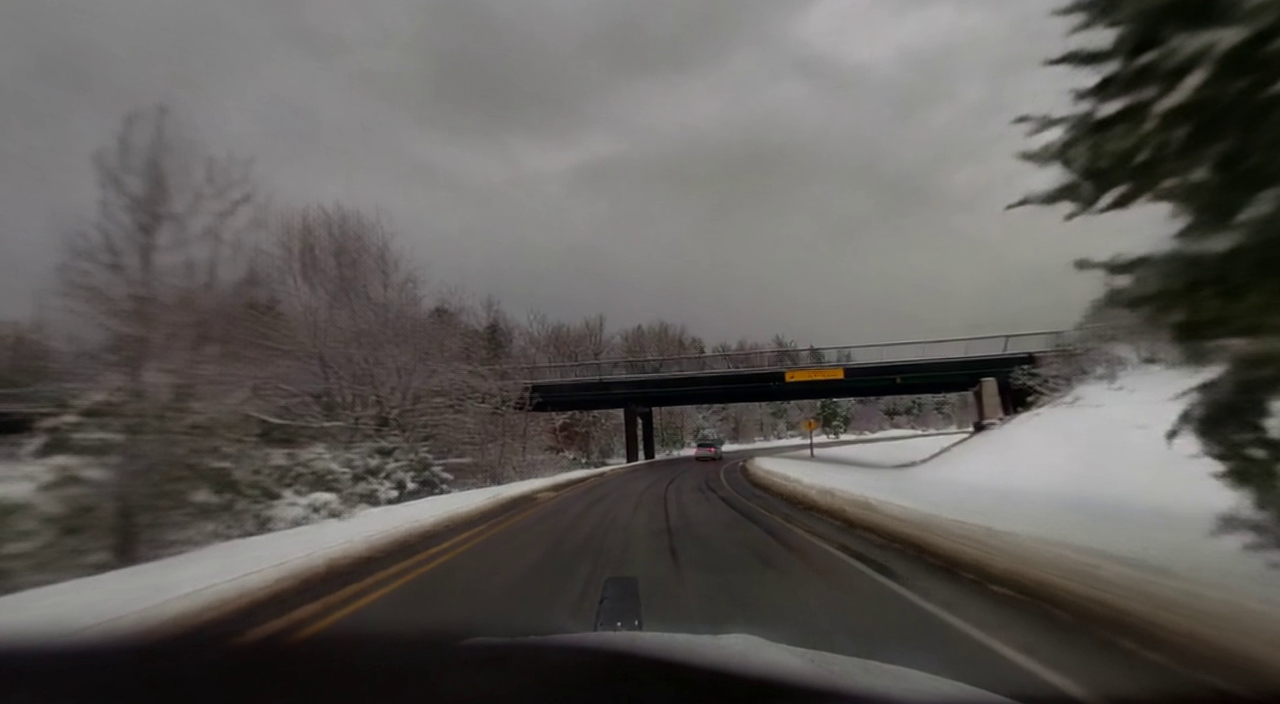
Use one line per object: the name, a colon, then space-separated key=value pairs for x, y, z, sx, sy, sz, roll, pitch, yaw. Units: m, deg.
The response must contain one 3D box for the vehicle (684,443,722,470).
vehicle: x=3.720 y=6.082 z=36.584 sx=1.980 sy=1.449 sz=3.650 roll=-2 pitch=-9 yaw=8
